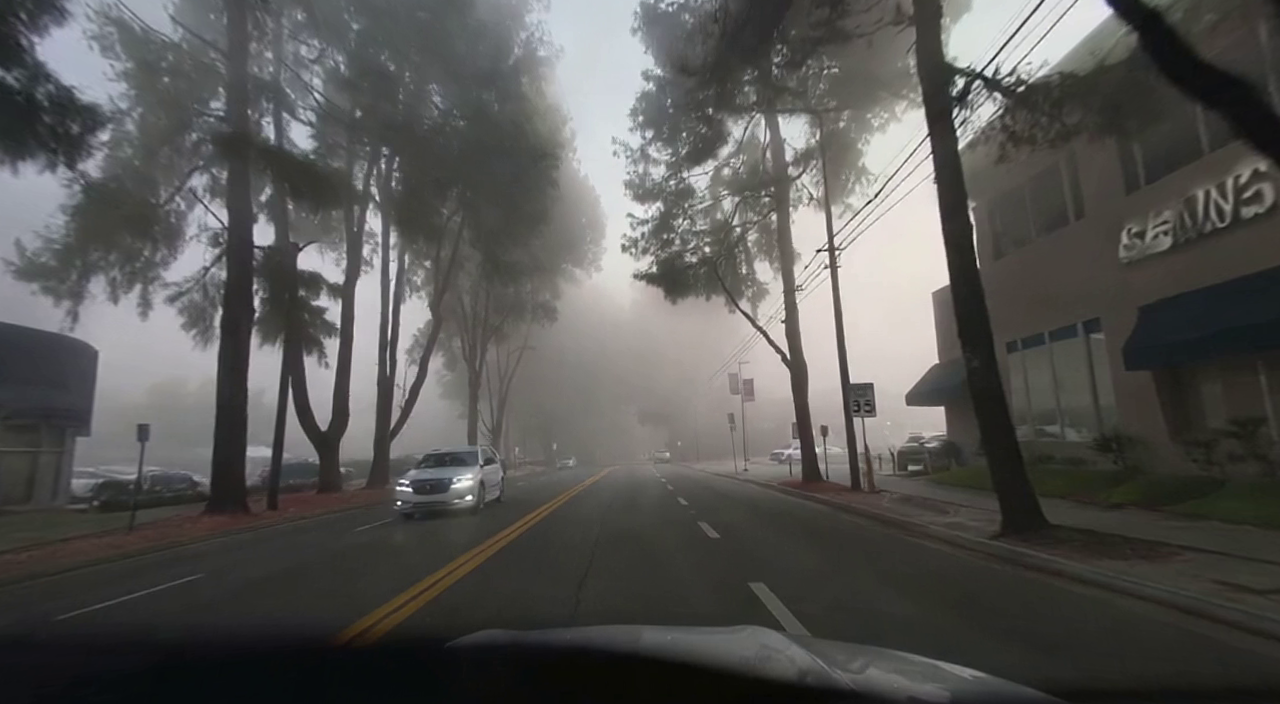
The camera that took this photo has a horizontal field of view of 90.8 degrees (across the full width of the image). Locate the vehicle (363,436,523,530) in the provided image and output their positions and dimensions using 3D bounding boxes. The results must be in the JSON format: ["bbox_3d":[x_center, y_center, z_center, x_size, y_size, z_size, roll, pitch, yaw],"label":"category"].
[{"bbox_3d":[-4.158,2.828,14.333,2.103,1.750,4.660,0,-9,0],"label":"vehicle"}]

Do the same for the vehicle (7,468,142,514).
[{"bbox_3d":[-22.386,5.469,25.289,1.779,1.475,4.483,1,-9,-10],"label":"vehicle"}]

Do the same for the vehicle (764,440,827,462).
[{"bbox_3d":[10.954,6.931,44.351,4.587,1.504,1.928,7,-11,-39],"label":"vehicle"}]

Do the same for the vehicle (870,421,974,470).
[{"bbox_3d":[11.366,3.734,25.253,2.124,1.711,5.059,-8,-12,43],"label":"vehicle"}]

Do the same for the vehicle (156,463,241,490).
[{"bbox_3d":[-30.474,8.589,43.767,4.361,1.653,1.946,2,-9,-17],"label":"vehicle"}]
